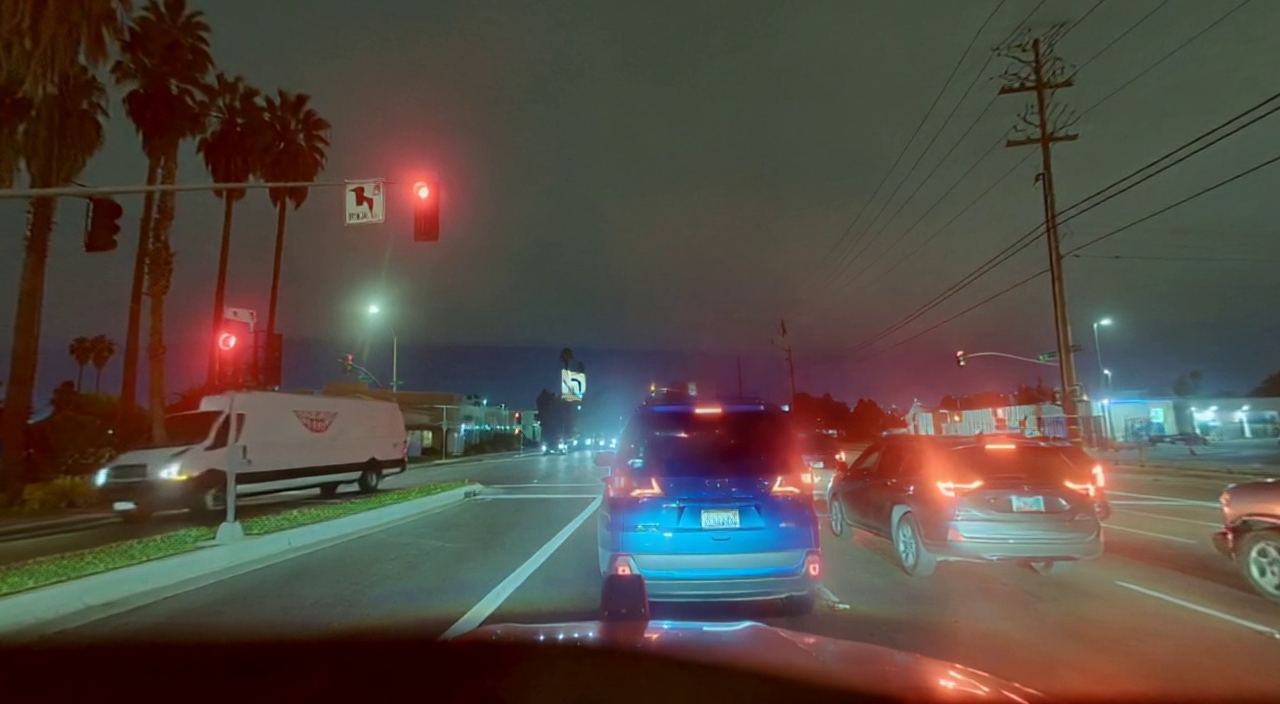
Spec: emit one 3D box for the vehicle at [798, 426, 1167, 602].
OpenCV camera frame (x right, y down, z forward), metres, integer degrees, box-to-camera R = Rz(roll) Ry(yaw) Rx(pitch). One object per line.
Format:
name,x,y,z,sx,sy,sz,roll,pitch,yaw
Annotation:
vehicle,3.440,1.686,7.503,1.895,1.456,4.255,0,-9,-2

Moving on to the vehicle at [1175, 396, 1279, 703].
vehicle,3.365,0.651,0.664,1.805,1.485,4.348,0,-9,1

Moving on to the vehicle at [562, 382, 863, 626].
vehicle,0.461,1.438,6.880,2.228,1.780,4.269,0,-9,-2

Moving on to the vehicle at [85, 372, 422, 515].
vehicle,-12.764,3.367,23.190,2.973,3.889,11.535,-2,-9,14
